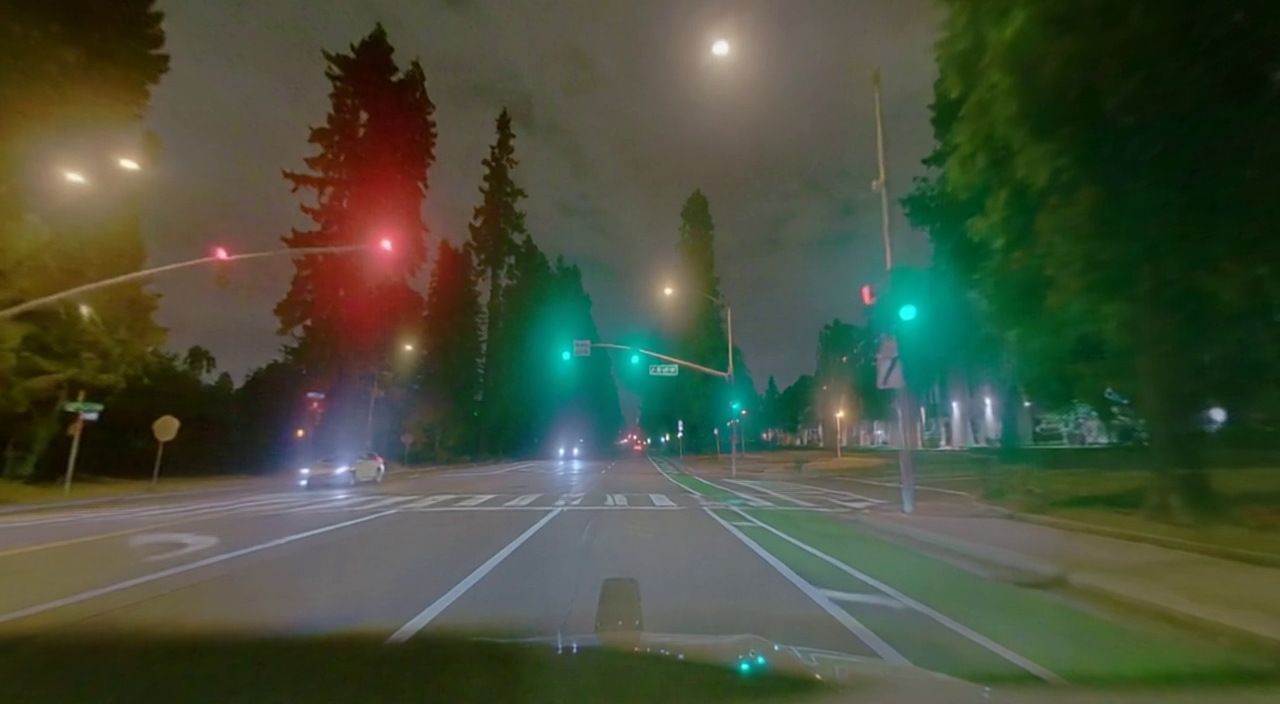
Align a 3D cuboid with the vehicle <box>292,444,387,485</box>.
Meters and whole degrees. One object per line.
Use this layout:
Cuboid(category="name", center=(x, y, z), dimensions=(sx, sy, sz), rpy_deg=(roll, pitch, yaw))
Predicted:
Cuboid(category="vehicle", center=(-14.450, 5.411, 30.757), dimensions=(2.113, 1.804, 4.732), rpy_deg=(0, -8, 2))
